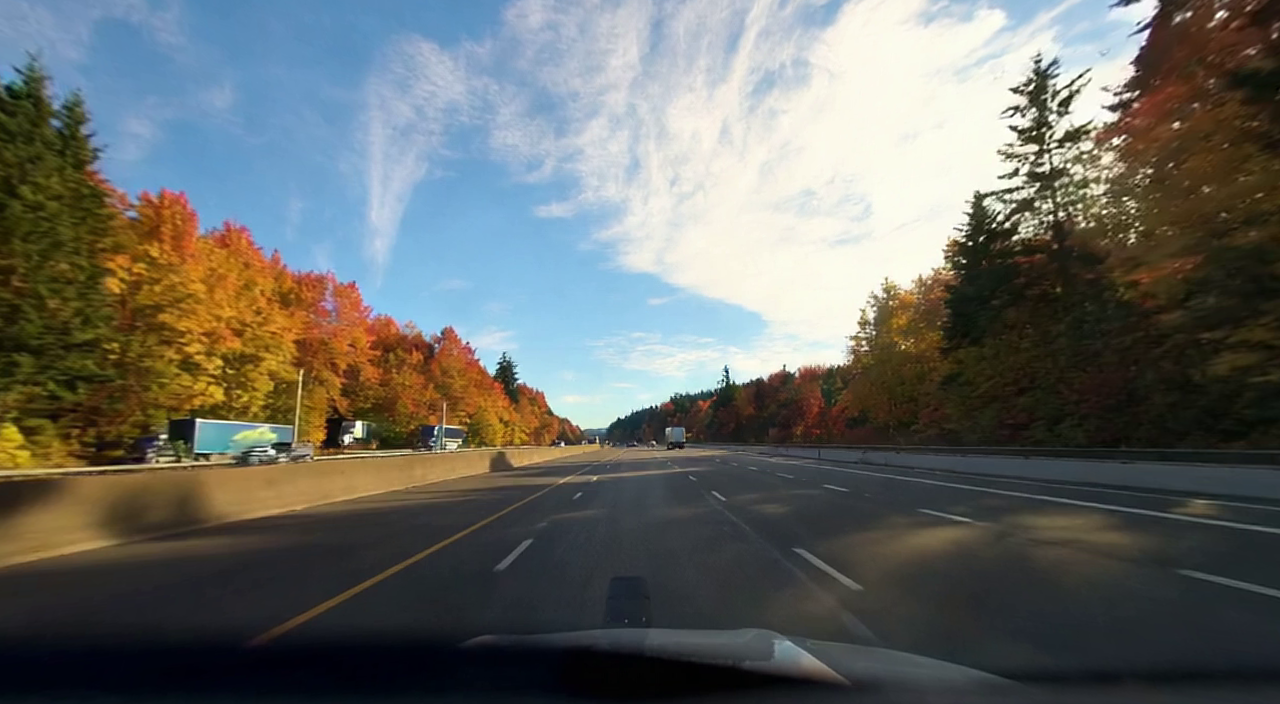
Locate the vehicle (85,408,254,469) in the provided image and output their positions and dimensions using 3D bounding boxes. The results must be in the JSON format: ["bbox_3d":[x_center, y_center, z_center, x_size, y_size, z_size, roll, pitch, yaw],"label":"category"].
[{"bbox_3d":[-31.797,6.040,43.544,2.923,3.656,11.414,0,-8,-1],"label":"vehicle"}]
